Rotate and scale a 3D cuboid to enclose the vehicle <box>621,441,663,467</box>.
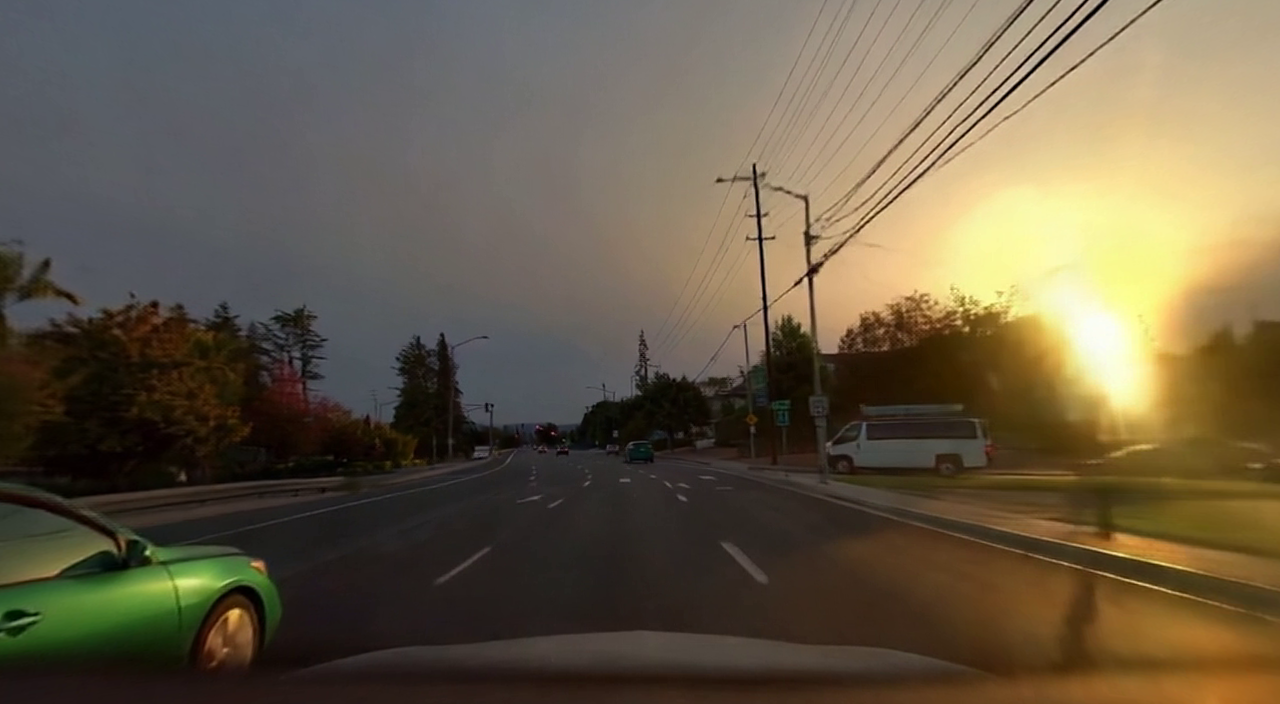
[{"bbox_3d":[0.068,6.294,39.131,2.015,1.467,4.117,1,-9,-8],"label":"vehicle"}]

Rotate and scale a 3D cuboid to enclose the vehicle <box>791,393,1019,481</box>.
[{"bbox_3d":[10.391,3.438,25.206,7.877,3.013,2.916,-5,-10,30],"label":"vehicle"}]

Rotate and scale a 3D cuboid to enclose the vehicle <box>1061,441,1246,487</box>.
[{"bbox_3d":[17.274,3.777,21.540,4.396,1.447,1.838,-3,-9,17],"label":"vehicle"}]
